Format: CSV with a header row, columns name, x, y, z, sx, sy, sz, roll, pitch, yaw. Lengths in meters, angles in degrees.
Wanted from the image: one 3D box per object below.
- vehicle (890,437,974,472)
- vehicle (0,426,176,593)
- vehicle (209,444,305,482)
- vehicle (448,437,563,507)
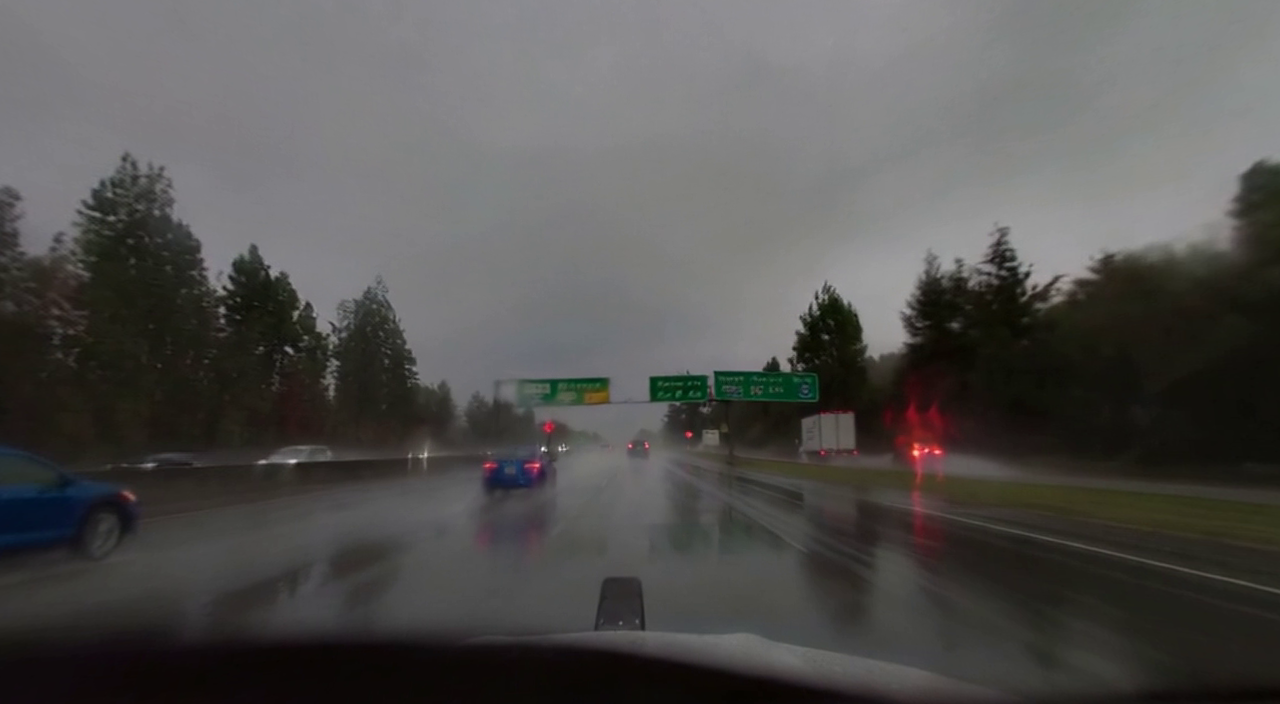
name,x,y,z,sx,sy,sz,roll,pitch,yaw
vehicle,15.243,5.386,33.315,2.081,1.707,4.756,0,-9,-1
vehicle,-6.944,1.444,5.697,1.955,1.540,4.715,0,-9,-1
vehicle,-17.167,4.985,28.580,1.924,1.569,3.779,0,-9,0
vehicle,-3.268,3.008,16.249,2.020,1.554,4.137,0,-9,0
